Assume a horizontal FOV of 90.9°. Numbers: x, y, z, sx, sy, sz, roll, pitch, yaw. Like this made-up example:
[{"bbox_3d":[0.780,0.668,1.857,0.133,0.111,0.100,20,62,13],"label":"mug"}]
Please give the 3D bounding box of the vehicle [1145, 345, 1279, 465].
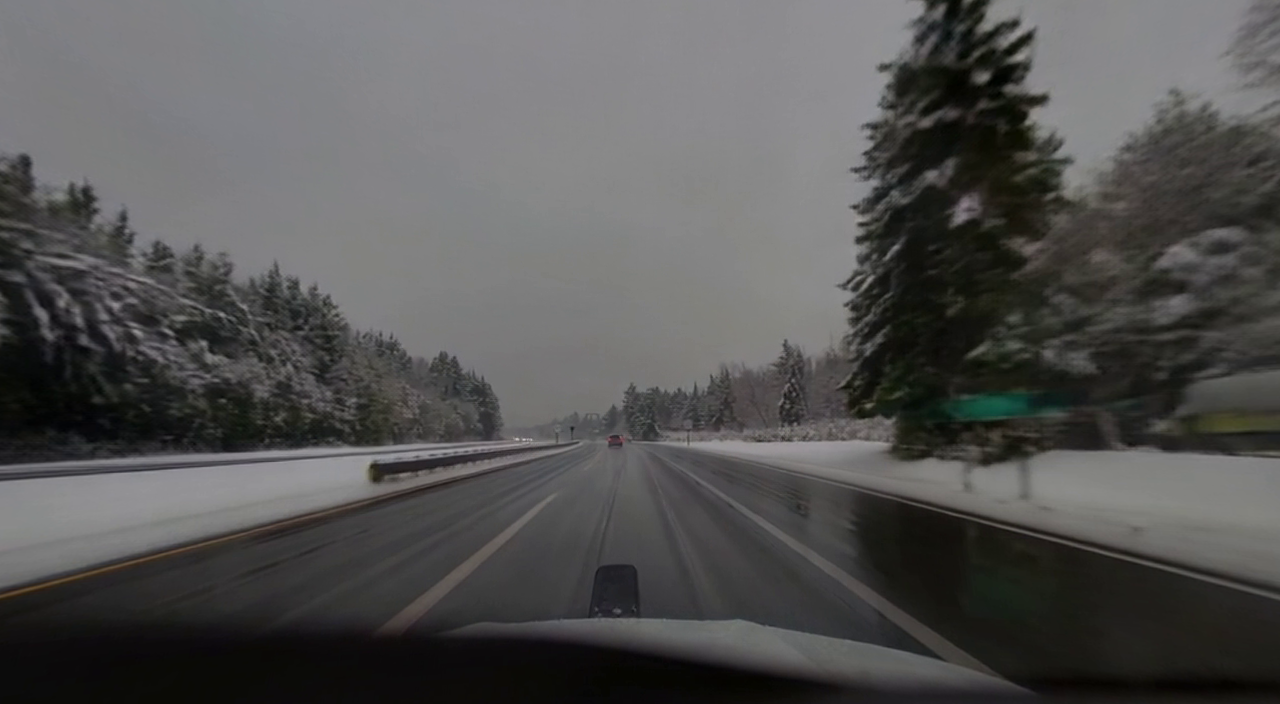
[{"bbox_3d":[20.244,1.586,18.446,3.983,3.410,8.148,1,-7,-2],"label":"vehicle"}]
